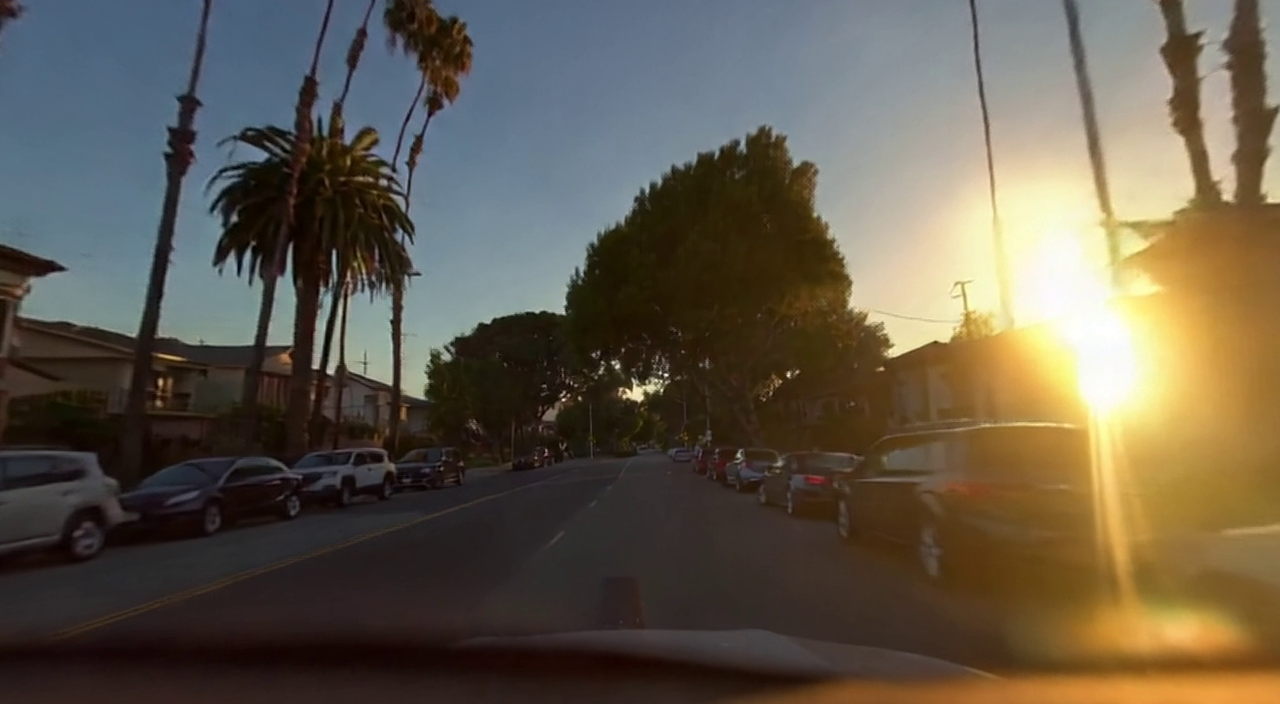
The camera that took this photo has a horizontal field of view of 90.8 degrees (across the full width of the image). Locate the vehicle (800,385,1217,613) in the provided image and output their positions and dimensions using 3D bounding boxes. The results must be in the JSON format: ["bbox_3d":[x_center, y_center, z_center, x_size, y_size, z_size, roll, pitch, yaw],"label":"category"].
[{"bbox_3d":[3.772,1.597,7.857,2.121,1.929,4.763,0,-8,-3],"label":"vehicle"}]

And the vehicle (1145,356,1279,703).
[{"bbox_3d":[3.613,0.630,1.124,1.899,1.669,4.259,0,-8,1],"label":"vehicle"}]

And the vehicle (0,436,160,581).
[{"bbox_3d":[-9.179,1.997,8.305,4.081,1.752,1.871,3,-9,-21],"label":"vehicle"}]

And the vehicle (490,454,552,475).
[{"bbox_3d":[-9.148,8.629,48.599,4.419,1.486,1.808,3,-9,-21],"label":"vehicle"}]
